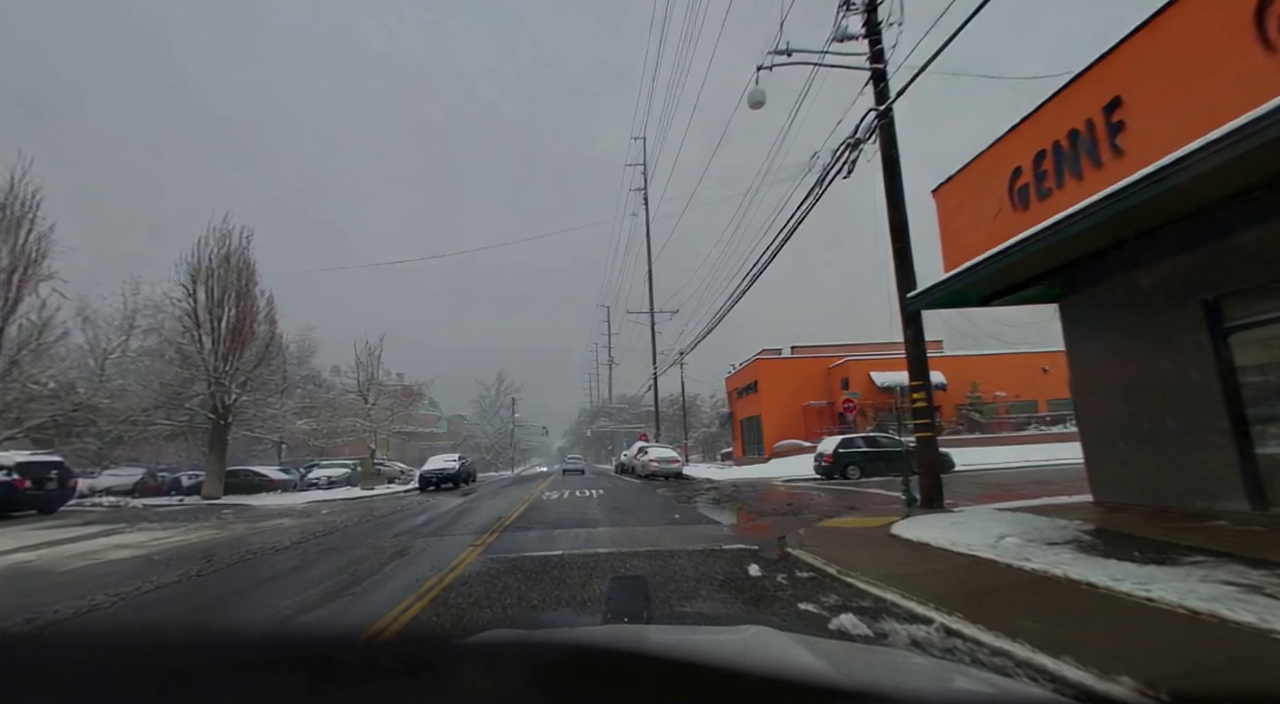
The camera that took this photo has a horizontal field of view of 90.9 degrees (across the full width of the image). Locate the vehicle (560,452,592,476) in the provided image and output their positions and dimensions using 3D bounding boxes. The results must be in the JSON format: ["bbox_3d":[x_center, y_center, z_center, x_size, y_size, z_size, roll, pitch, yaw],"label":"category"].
[{"bbox_3d":[-4.554,7.878,44.558,2.033,1.464,4.645,1,-8,-8],"label":"vehicle"}]

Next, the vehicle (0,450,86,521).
[{"bbox_3d":[-16.015,3.395,16.526,2.010,1.630,4.139,7,-11,-40],"label":"vehicle"}]

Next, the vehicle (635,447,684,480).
[{"bbox_3d":[0.848,5.350,30.630,1.840,1.452,4.517,1,-8,-5],"label":"vehicle"}]

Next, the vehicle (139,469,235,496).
[{"bbox_3d":[-27.516,7.918,38.373,4.276,1.452,1.803,1,-9,-9],"label":"vehicle"}]

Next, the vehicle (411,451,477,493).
[{"bbox_3d":[-9.267,5.667,30.306,2.146,1.775,5.117,1,-8,-7],"label":"vehicle"}]

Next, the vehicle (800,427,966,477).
[{"bbox_3d":[8.734,3.584,22.848,5.255,1.688,1.994,1,-8,-11],"label":"vehicle"}]

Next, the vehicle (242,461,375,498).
[{"bbox_3d":[-15.127,5.829,29.032,4.968,1.493,1.961,1,-8,-9],"label":"vehicle"}]

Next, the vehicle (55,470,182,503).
[{"bbox_3d":[-27.010,6.957,32.776,4.660,1.488,1.930,1,-9,-8],"label":"vehicle"}]
